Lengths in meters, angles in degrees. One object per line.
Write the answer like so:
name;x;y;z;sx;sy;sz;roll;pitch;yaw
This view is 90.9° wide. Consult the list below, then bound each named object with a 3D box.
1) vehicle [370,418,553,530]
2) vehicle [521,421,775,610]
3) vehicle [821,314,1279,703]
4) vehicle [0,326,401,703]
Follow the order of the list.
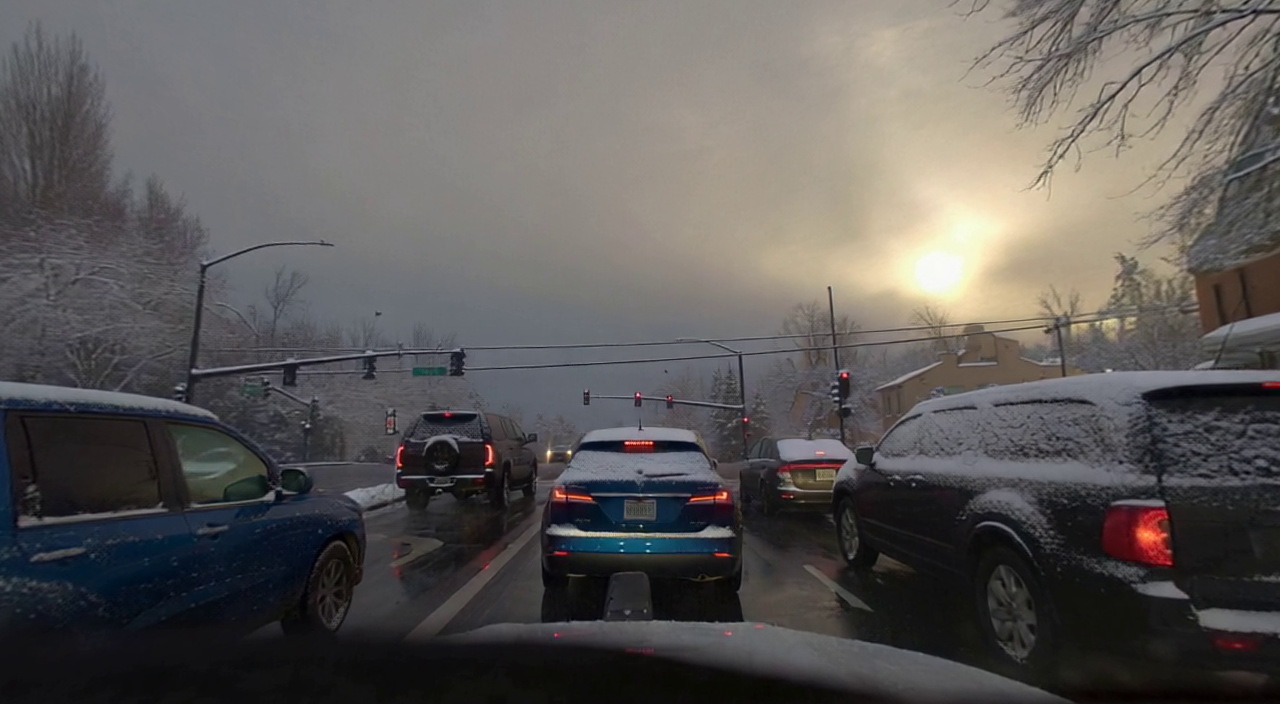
vehicle;-3.183;2.298;12.445;2.117;1.772;4.619;0;-8;2
vehicle;0.025;1.600;7.072;2.021;1.490;3.948;0;-8;-1
vehicle;3.220;1.105;4.738;2.141;1.833;4.704;0;-8;-2
vehicle;-3.121;0.958;3.295;1.982;1.721;4.261;0;-8;1
